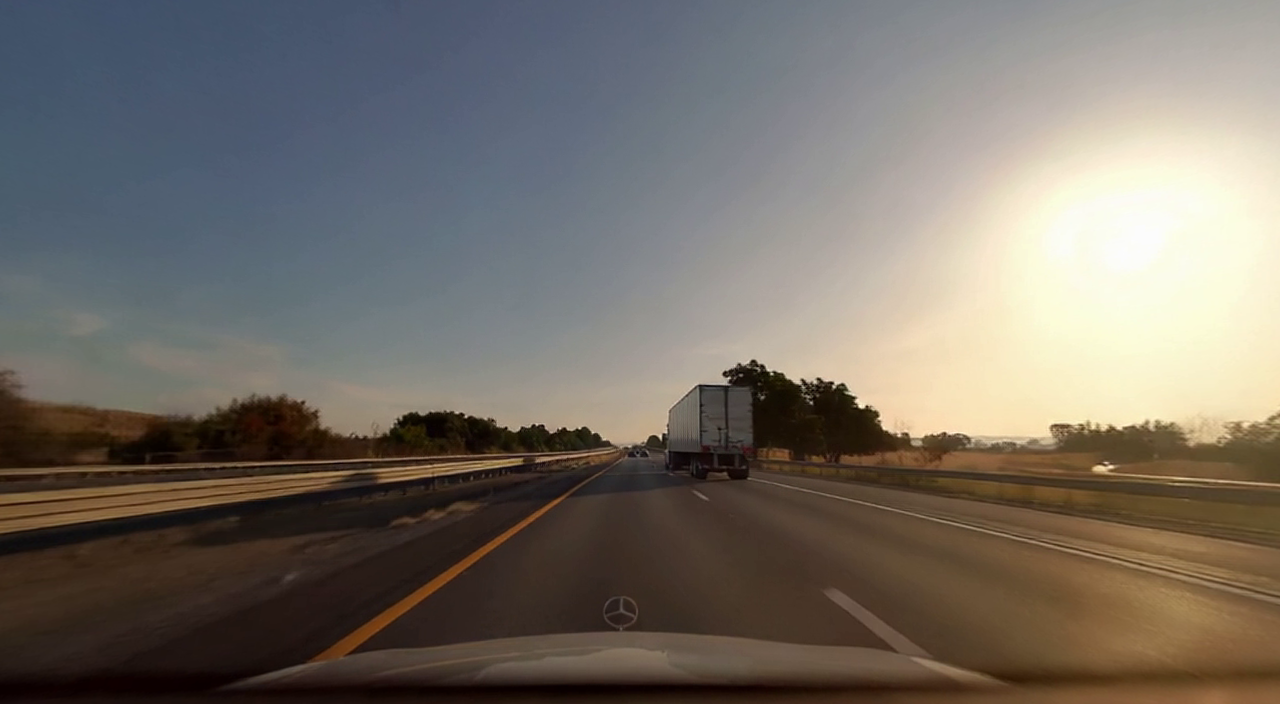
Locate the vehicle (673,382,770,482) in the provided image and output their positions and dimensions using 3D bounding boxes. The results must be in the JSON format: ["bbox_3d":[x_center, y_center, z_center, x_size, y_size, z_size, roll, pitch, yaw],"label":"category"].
[{"bbox_3d":[3.677,4.312,32.459,2.938,4.076,13.362,0,-9,-1],"label":"vehicle"}]
